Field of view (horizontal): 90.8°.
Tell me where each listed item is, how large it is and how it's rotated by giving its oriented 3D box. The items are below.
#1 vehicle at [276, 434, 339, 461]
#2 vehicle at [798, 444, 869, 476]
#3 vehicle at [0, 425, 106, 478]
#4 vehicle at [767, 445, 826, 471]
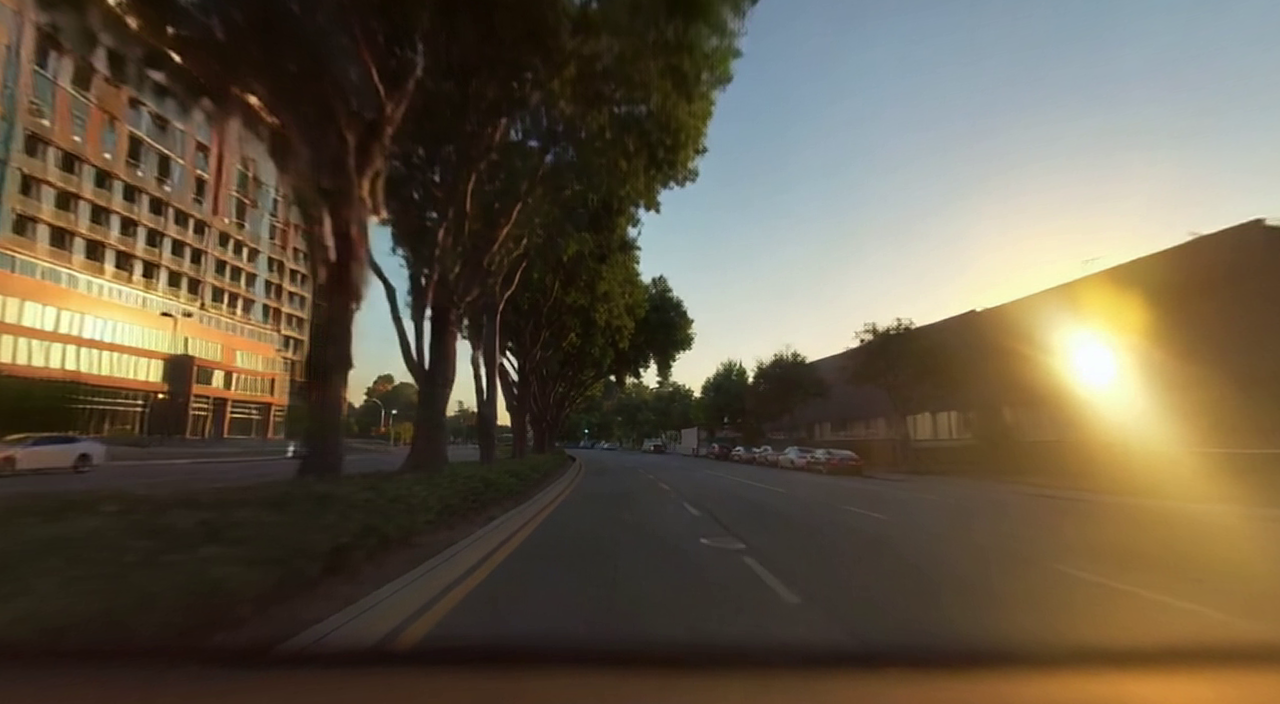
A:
[{"bbox_3d":[-20.425,5.871,39.024,1.938,1.524,4.107,1,-8,-5],"label":"vehicle"},{"bbox_3d":[9.740,5.447,32.167,1.907,1.524,4.381,1,-9,-5],"label":"vehicle"},{"bbox_3d":[-18.906,3.039,19.306,1.822,1.453,4.053,1,-9,-5],"label":"vehicle"},{"bbox_3d":[9.365,6.398,38.275,1.838,1.466,4.704,1,-9,-8],"label":"vehicle"}]
